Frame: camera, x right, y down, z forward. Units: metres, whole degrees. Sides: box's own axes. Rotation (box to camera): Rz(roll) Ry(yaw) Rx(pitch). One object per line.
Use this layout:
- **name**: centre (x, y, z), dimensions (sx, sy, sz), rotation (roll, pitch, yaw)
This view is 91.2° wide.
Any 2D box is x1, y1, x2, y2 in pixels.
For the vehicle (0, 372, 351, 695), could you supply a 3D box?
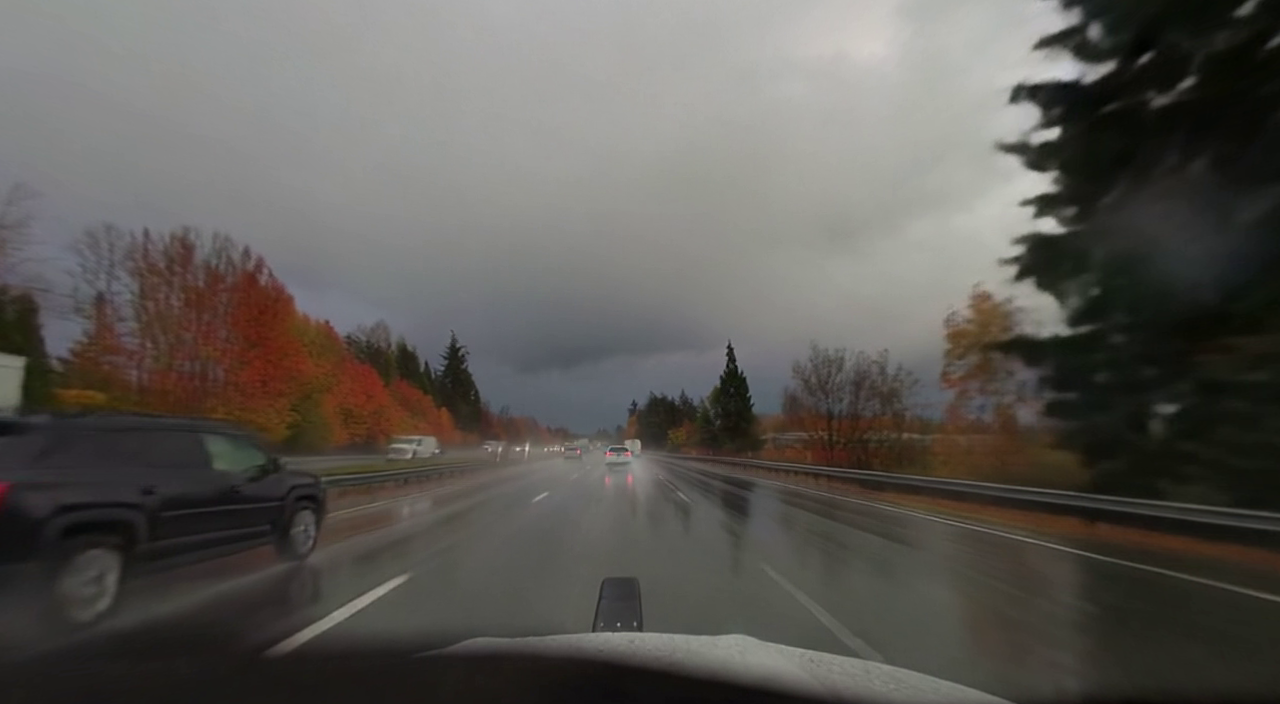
- **vehicle**: centre (-4.404, 1.233, 5.015), dimensions (1.974, 1.688, 4.727), rotation (0, -9, -1)

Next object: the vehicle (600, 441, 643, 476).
- **vehicle**: centre (-0.986, 5.576, 33.042), dimensions (2.115, 1.661, 4.049), rotation (0, -9, -2)

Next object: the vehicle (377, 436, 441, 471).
- **vehicle**: centre (-13.725, 6.055, 37.576), dimensions (2.071, 1.894, 5.029), rotation (0, -9, -2)
